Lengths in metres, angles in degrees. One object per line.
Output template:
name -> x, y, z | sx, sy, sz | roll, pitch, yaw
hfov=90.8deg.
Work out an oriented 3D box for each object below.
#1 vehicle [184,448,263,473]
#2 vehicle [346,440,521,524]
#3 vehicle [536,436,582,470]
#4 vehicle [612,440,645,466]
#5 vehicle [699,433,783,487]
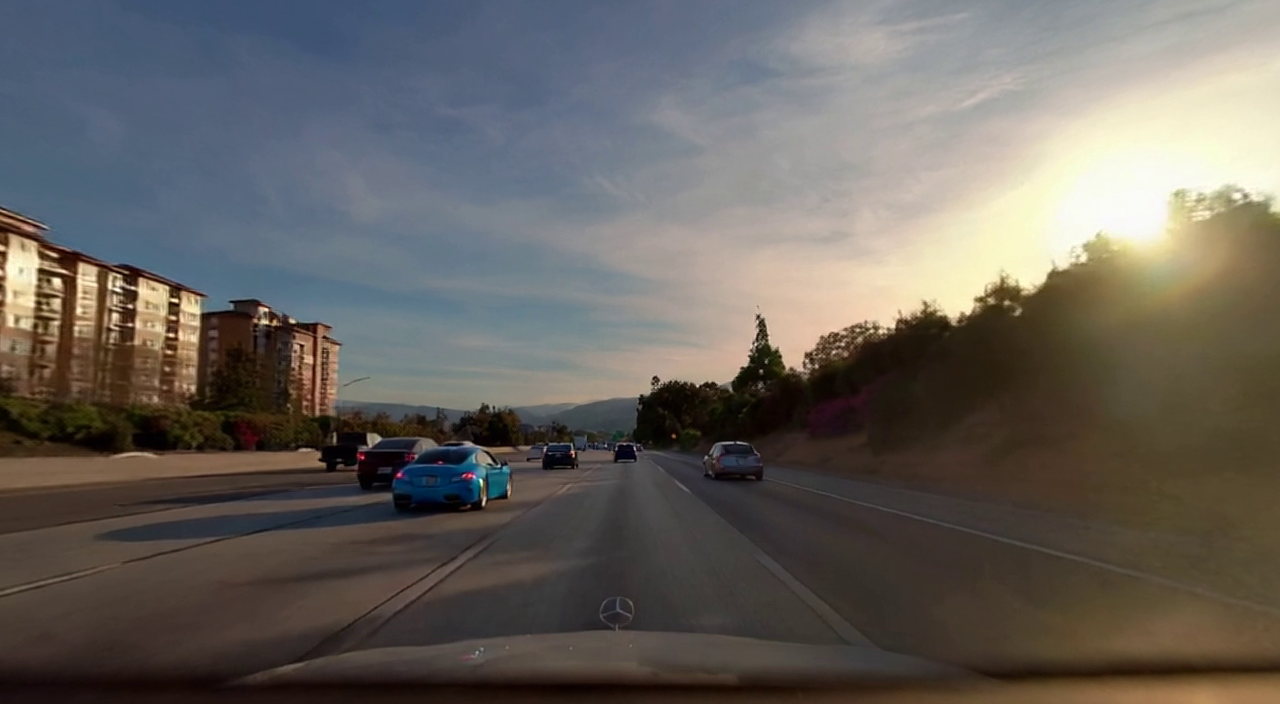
vehicle -> -26.159, 6.781, 39.869 | 1.816, 1.457, 4.598 | 0, -8, 0
vehicle -> -3.988, 2.578, 13.191 | 2.124, 1.426, 4.444 | 0, -8, 0
vehicle -> -4.481, 5.655, 35.467 | 2.044, 1.774, 4.329 | 0, -8, -1
vehicle -> -0.741, 6.633, 41.712 | 2.053, 1.650, 3.945 | 0, -8, -1
vehicle -> 3.352, 3.684, 21.918 | 2.061, 1.658, 4.417 | 0, -8, -2
